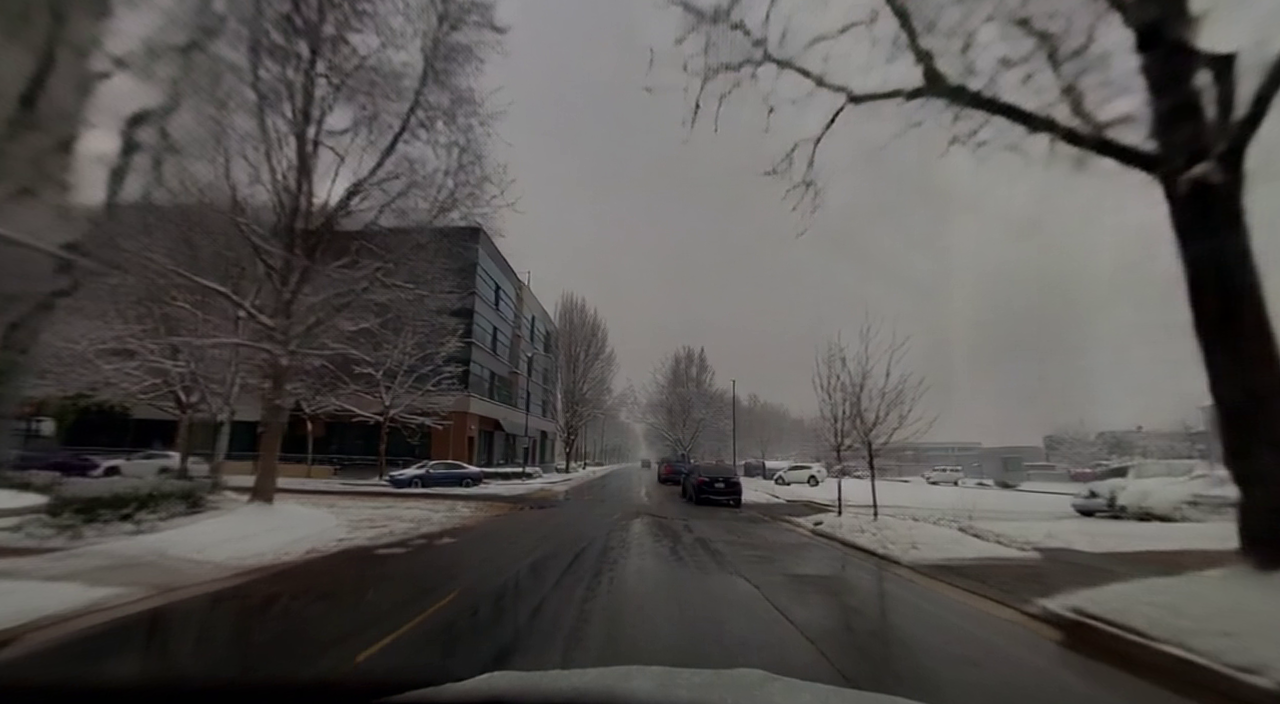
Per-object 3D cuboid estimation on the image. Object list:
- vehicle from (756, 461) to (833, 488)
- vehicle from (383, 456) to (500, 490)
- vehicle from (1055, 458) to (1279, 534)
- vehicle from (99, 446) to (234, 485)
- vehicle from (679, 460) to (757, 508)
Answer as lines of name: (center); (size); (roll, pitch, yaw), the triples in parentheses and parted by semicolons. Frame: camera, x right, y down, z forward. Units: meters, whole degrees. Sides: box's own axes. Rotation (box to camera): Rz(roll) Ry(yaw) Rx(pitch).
vehicle: (10.562, 8.439, 43.393); (4.782, 1.698, 1.882); (1, -11, -3)
vehicle: (-9.262, 5.699, 29.629); (4.770, 1.448, 1.983); (9, -14, -38)
vehicle: (15.444, 4.179, 18.538); (4.824, 1.728, 2.246); (2, -11, 11)
vehicle: (-20.079, 4.849, 26.868); (4.118, 1.482, 1.889); (2, -11, -1)
vehicle: (2.581, 4.507, 21.758); (2.073, 1.434, 3.899); (1, -11, -2)
